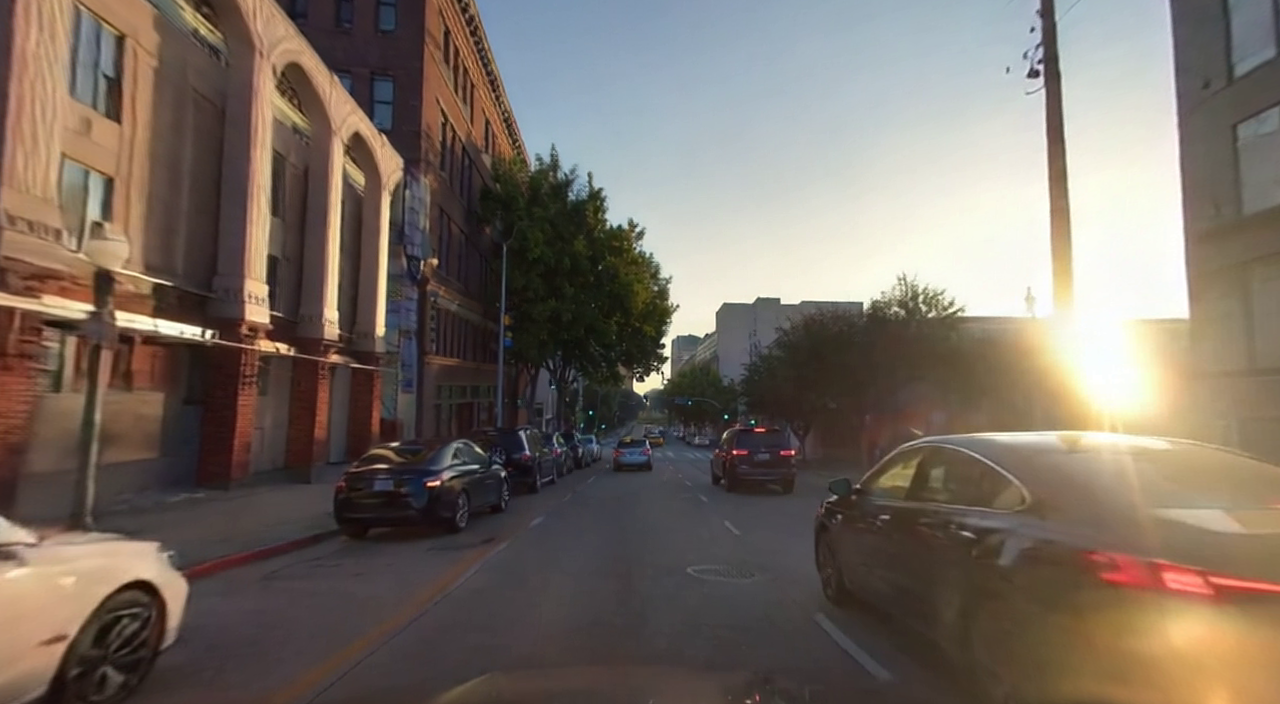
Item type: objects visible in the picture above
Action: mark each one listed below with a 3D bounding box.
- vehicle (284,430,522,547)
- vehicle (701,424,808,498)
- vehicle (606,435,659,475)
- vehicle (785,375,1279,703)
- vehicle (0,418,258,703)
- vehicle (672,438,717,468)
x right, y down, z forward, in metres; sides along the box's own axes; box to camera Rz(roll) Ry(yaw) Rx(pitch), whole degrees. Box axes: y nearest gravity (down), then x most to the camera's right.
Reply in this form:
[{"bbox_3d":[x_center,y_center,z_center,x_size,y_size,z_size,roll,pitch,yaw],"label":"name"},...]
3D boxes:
[{"bbox_3d":[-3.483,2.081,10.440,1.972,1.471,4.795,0,-8,2],"label":"vehicle"},{"bbox_3d":[2.905,2.880,17.053,2.002,1.707,4.547,0,-8,-1],"label":"vehicle"},{"bbox_3d":[-0.280,4.151,25.577,2.007,1.460,3.923,0,-8,0],"label":"vehicle"},{"bbox_3d":[2.457,1.122,3.698,2.080,1.495,4.591,0,-8,0],"label":"vehicle"},{"bbox_3d":[-3.611,0.925,1.961,1.954,1.462,4.407,0,-8,2],"label":"vehicle"},{"bbox_3d":[2.806,5.338,33.420,1.966,1.475,4.528,0,-8,-1],"label":"vehicle"}]
